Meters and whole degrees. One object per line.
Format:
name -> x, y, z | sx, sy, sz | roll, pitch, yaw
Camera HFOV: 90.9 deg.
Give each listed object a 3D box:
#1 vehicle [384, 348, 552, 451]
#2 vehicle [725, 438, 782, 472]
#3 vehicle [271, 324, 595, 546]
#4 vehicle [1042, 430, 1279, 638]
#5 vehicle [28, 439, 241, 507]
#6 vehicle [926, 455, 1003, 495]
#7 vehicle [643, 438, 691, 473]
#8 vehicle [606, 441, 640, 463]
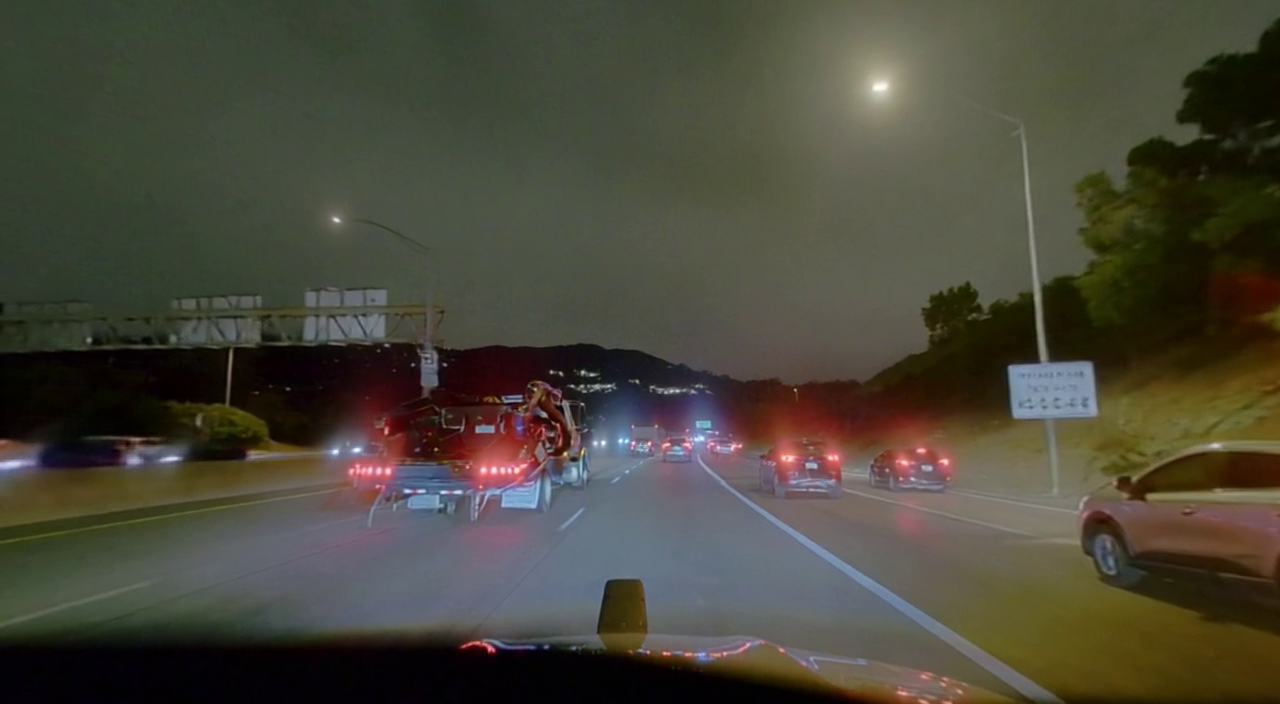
vehicle -> -3.111, 1.116, 12.609 | 1.893, 1.674, 4.766 | 0, -8, 1
vehicle -> 5.818, 5.356, 32.916 | 2.075, 1.614, 4.682 | 0, -8, 0
vehicle -> -3.113, 1.826, 13.589 | 3.162, 2.955, 10.282 | 0, -8, 2
vehicle -> 5.625, 1.367, 4.886 | 2.040, 1.481, 4.260 | 1, -8, -3
vehicle -> -12.741, 3.031, 16.351 | 1.949, 1.509, 4.168 | 0, -8, 2
vehicle -> 22.372, 8.430, 43.760 | 2.433, 2.488, 4.939 | 1, -8, -4
vehicle -> 1.266, 4.816, 29.491 | 2.079, 1.499, 3.915 | 0, -8, 2
vehicle -> -1.169, 7.047, 44.632 | 2.016, 1.450, 4.310 | 0, -8, 4
